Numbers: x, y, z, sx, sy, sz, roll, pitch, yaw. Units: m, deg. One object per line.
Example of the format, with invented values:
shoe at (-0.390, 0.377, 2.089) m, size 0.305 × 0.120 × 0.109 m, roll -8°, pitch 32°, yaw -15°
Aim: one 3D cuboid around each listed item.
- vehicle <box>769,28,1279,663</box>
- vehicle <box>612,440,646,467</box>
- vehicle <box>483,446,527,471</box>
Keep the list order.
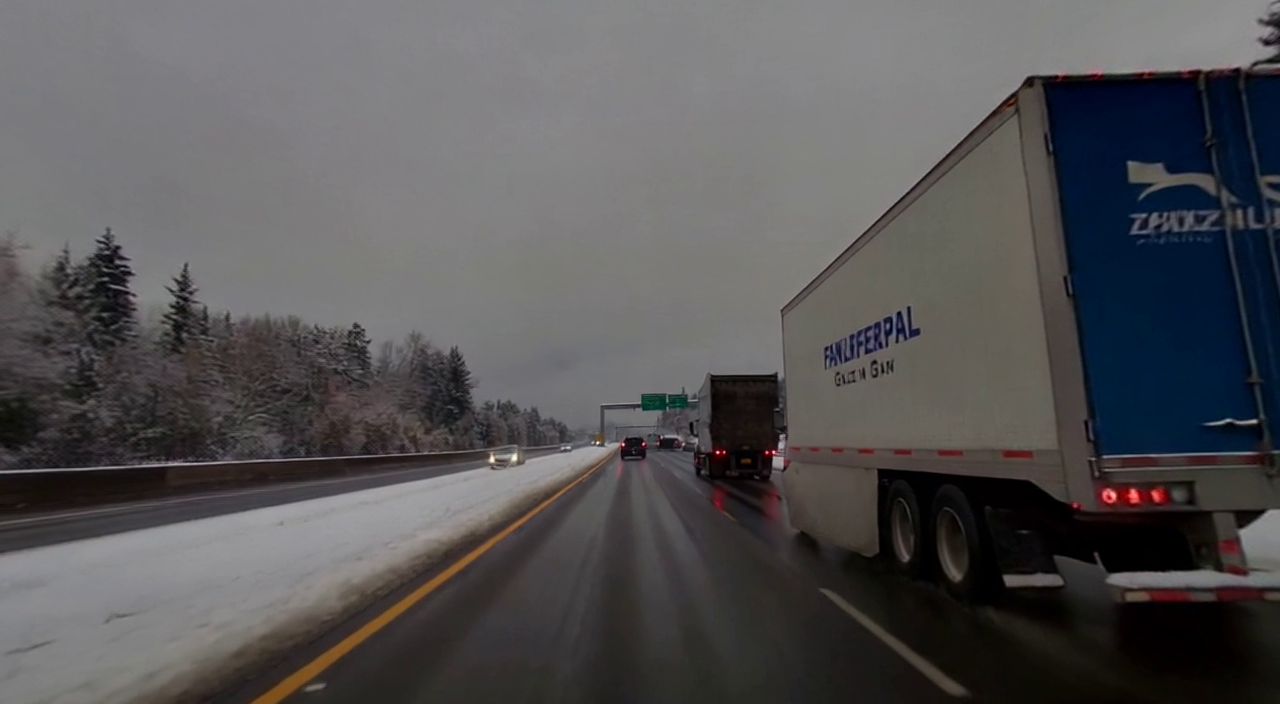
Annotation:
vehicle at (4.244, 0.439, 8.518) m, size 2.853 × 4.086 × 9.078 m, roll 0°, pitch -8°, yaw -1°
vehicle at (-0.662, 6.023, 37.487) m, size 1.943 × 1.491 × 3.459 m, roll 0°, pitch -8°, yaw -2°
vehicle at (-8.842, 6.990, 41.656) m, size 1.986 × 1.522 × 4.181 m, roll -1°, pitch -8°, yaw 0°
